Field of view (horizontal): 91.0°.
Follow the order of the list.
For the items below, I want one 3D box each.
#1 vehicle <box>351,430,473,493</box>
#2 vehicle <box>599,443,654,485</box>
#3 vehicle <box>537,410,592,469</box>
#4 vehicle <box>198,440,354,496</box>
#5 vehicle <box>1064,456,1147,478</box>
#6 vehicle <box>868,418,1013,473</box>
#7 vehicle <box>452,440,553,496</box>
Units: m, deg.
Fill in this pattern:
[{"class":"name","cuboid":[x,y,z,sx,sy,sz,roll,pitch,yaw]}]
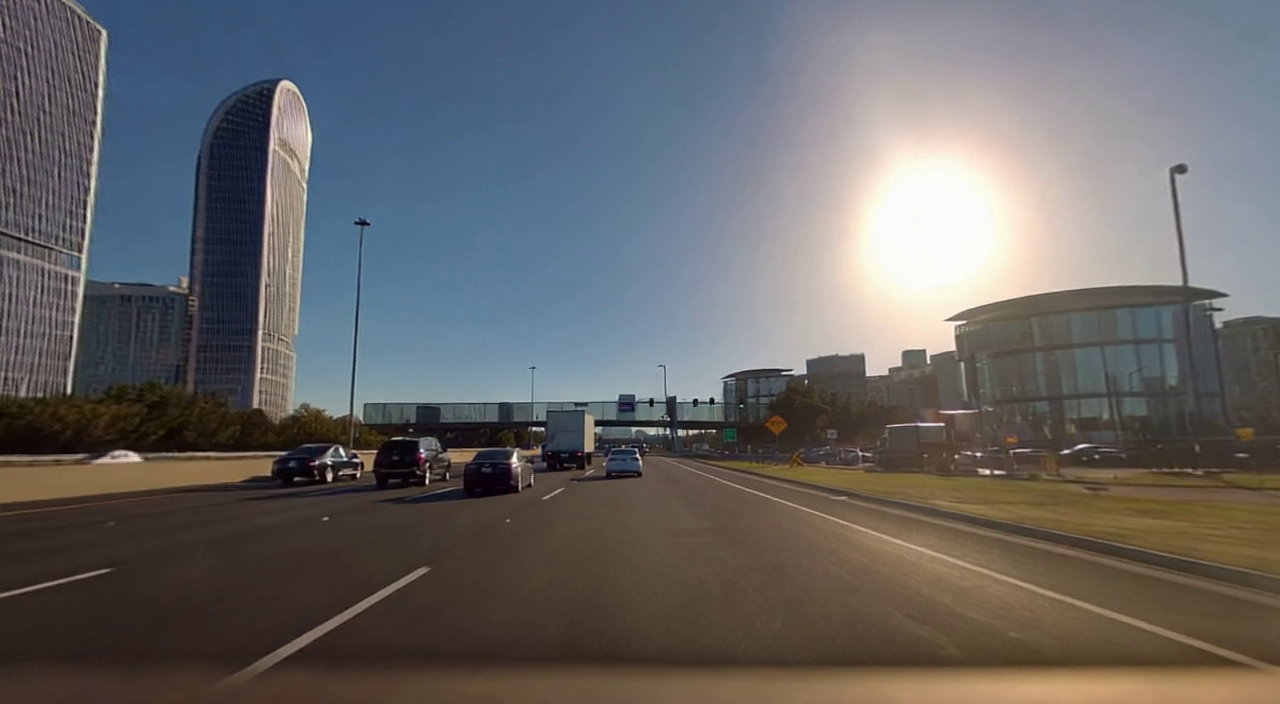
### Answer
[{"class":"vehicle","cuboid":[-7.431,3.618,21.158,2.190,1.821,4.800,0,-9,1]},{"class":"vehicle","cuboid":[-0.500,4.356,24.839,1.991,1.488,3.922,0,-9,0]},{"class":"vehicle","cuboid":[-4.690,5.712,40.732,2.955,3.359,8.322,1,-9,-3]},{"class":"vehicle","cuboid":[-10.960,3.494,19.463,1.987,1.495,4.710,0,-9,0]},{"class":"vehicle","cuboid":[32.868,8.124,44.577,4.258,1.498,1.904,-1,-9,5]},{"class":"vehicle","cuboid":[23.126,7.272,49.001,3.015,3.855,9.519,9,-12,-43]},{"class":"vehicle","cuboid":[-4.035,3.477,19.234,2.016,1.497,4.235,0,-9,1]}]
